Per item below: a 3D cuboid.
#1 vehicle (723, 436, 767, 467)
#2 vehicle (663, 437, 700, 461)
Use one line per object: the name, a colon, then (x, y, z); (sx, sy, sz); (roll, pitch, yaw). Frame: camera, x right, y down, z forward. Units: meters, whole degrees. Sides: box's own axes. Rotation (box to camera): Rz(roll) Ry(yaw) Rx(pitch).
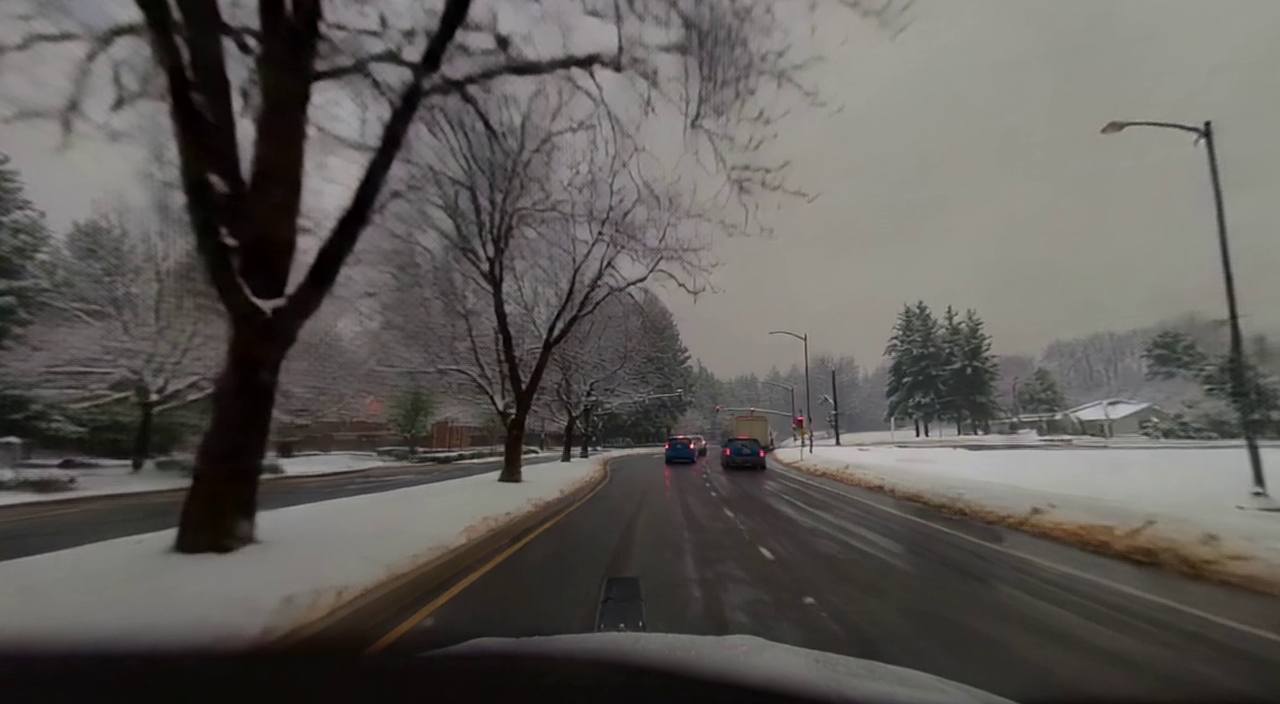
vehicle: (5.539, 5.274, 33.618); (1.989, 1.497, 4.436); (-1, -9, 6)
vehicle: (2.768, 6.291, 40.960); (2.066, 1.482, 4.273); (-1, -9, 8)
